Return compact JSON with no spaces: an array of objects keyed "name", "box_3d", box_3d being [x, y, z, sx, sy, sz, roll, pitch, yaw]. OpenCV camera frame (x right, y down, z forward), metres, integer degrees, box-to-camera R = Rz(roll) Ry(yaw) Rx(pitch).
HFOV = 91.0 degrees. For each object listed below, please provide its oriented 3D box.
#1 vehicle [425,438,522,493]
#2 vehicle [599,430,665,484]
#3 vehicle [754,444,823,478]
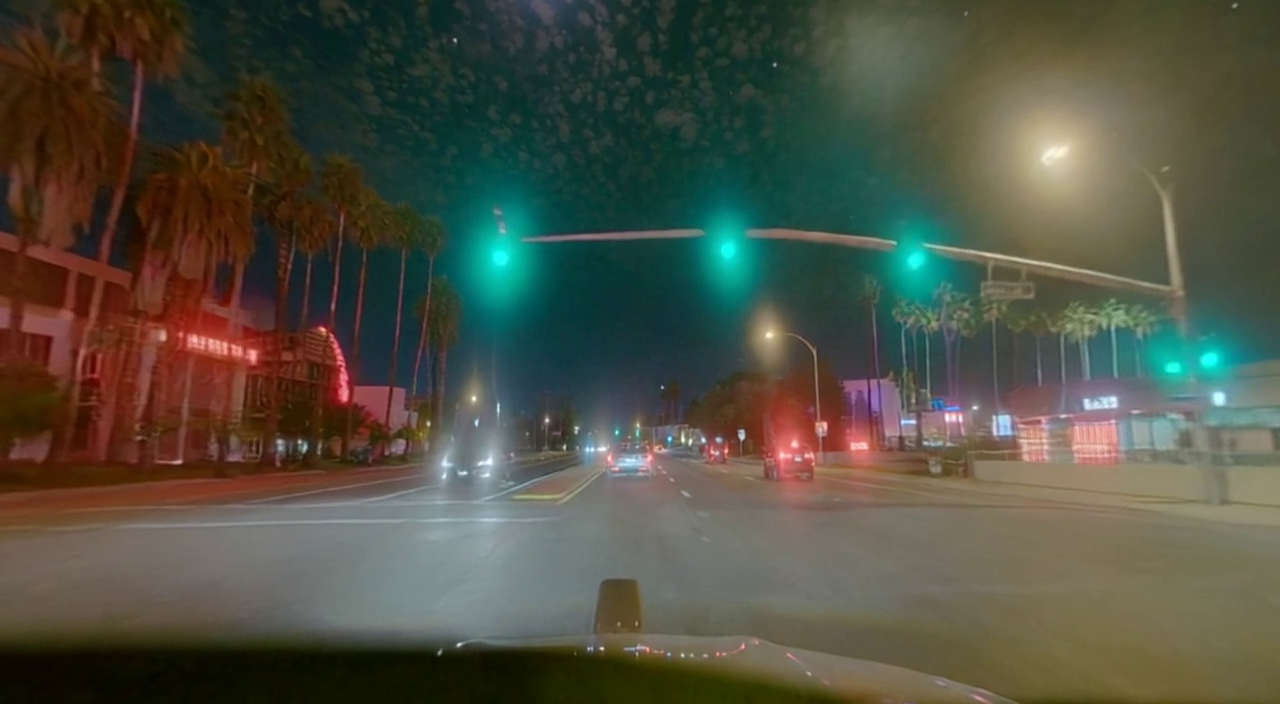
[{"name":"vehicle","box_3d":[-5.255,3.596,20.420,2.028,1.489,4.386,-3,-8,-1]},{"name":"vehicle","box_3d":[-0.284,3.937,23.821,2.277,1.816,4.192,0,-8,0]},{"name":"vehicle","box_3d":[6.822,5.056,29.519,1.975,1.483,4.769,0,-8,-1]}]
